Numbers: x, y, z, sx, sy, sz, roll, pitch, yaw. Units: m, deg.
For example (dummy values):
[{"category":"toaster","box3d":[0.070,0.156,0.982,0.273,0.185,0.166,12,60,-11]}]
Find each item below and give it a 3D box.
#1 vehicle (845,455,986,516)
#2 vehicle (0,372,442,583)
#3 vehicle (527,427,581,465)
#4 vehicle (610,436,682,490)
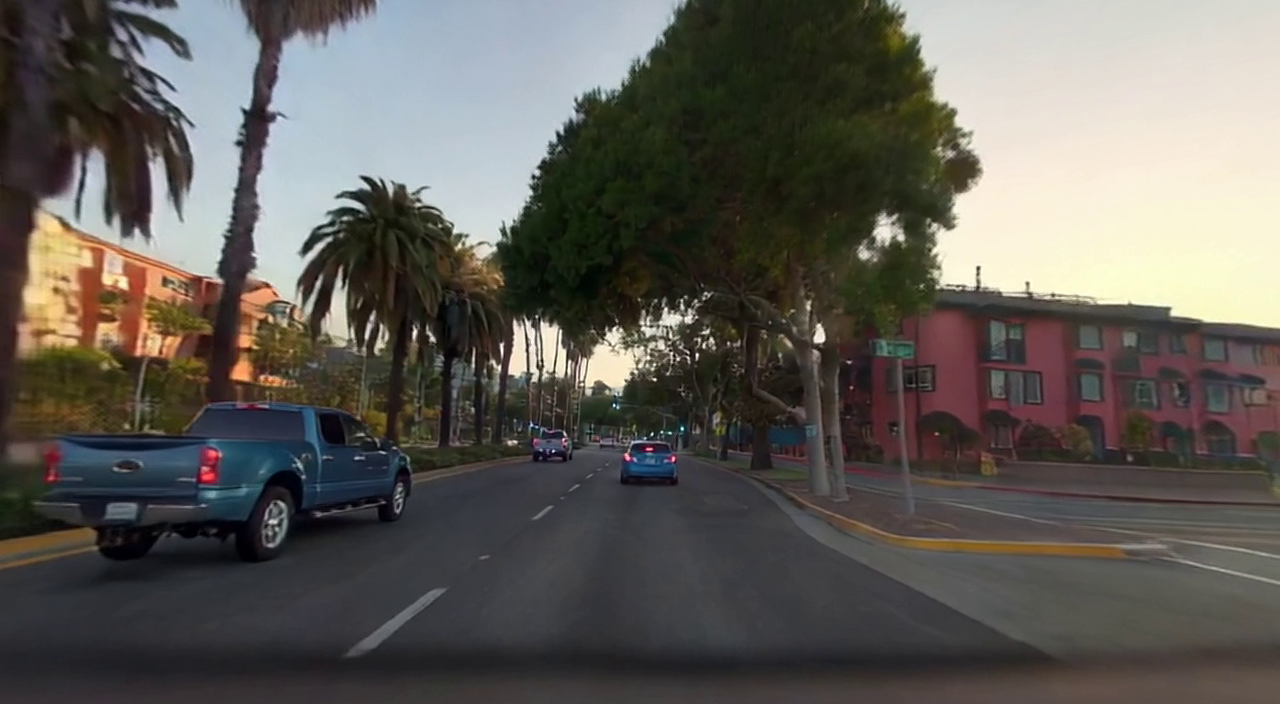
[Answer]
[{"category":"vehicle","box3d":[6.961,3.389,16.350,2.949,1.209,3.070,0,-8,16]},{"category":"vehicle","box3d":[-4.869,1.569,8.779,2.187,1.904,6.103,0,-8,0]},{"category":"vehicle","box3d":[-5.007,5.613,37.457,2.447,2.062,5.911,0,-8,0]},{"category":"vehicle","box3d":[0.164,3.575,20.614,2.122,1.562,4.152,0,-8,0]}]
